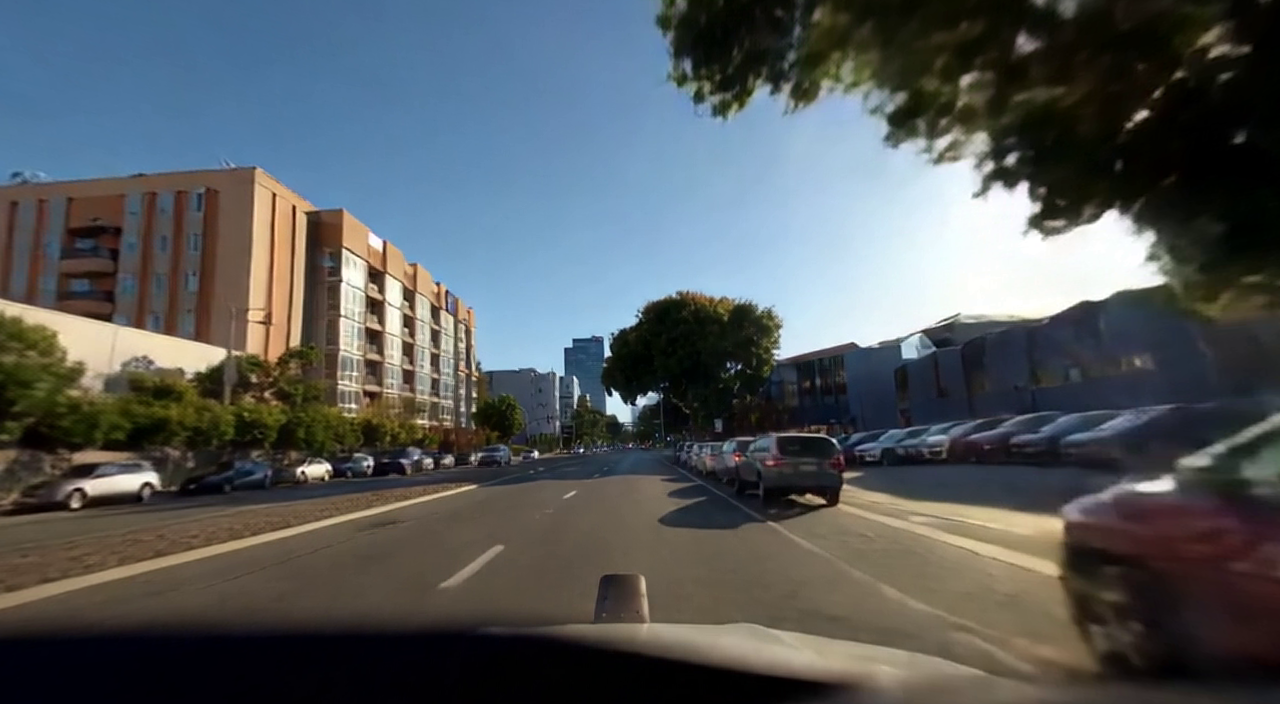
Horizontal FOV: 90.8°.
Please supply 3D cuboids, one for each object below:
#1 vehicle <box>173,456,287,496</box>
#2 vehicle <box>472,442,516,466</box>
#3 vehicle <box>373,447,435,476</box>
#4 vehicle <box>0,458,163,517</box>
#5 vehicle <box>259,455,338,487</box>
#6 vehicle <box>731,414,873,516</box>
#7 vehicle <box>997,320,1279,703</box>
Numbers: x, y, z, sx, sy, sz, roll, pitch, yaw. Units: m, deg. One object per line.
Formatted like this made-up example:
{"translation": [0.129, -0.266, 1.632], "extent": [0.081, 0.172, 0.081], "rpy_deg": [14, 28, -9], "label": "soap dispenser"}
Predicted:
{"translation": [-17.872, 5.397, 27.865], "extent": [1.932, 1.510, 4.685], "rpy_deg": [0, -8, -1], "label": "vehicle"}
{"translation": [-11.412, 8.002, 49.634], "extent": [2.127, 1.752, 4.889], "rpy_deg": [0, -8, 2], "label": "vehicle"}
{"translation": [-14.560, 6.767, 39.282], "extent": [2.150, 1.700, 4.442], "rpy_deg": [0, -8, 0], "label": "vehicle"}
{"translation": [-17.912, 4.183, 20.083], "extent": [1.826, 1.544, 4.680], "rpy_deg": [0, -8, 0], "label": "vehicle"}
{"translation": [-17.917, 6.236, 33.398], "extent": [1.780, 1.463, 4.573], "rpy_deg": [0, -8, -2], "label": "vehicle"}
{"translation": [3.397, 2.463, 14.217], "extent": [1.935, 1.920, 4.397], "rpy_deg": [0, -8, -1], "label": "vehicle"}
{"translation": [3.561, 0.669, 1.925], "extent": [2.012, 1.748, 4.849], "rpy_deg": [0, -8, -1], "label": "vehicle"}
